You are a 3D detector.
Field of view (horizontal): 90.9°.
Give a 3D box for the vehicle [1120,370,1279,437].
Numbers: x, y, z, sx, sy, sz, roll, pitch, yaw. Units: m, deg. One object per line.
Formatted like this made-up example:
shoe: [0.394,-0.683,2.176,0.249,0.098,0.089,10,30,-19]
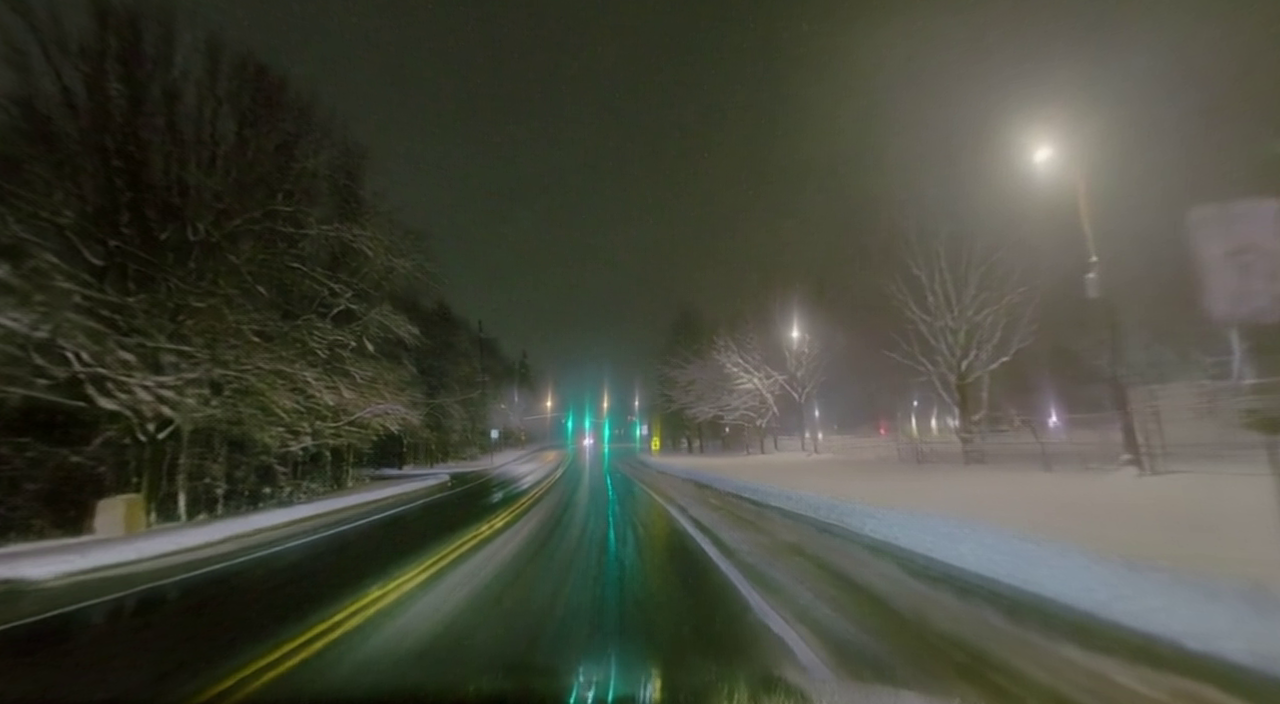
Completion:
vehicle: [30.327,2.643,32.194,8.774,3.004,2.914,-3,-8,5]
